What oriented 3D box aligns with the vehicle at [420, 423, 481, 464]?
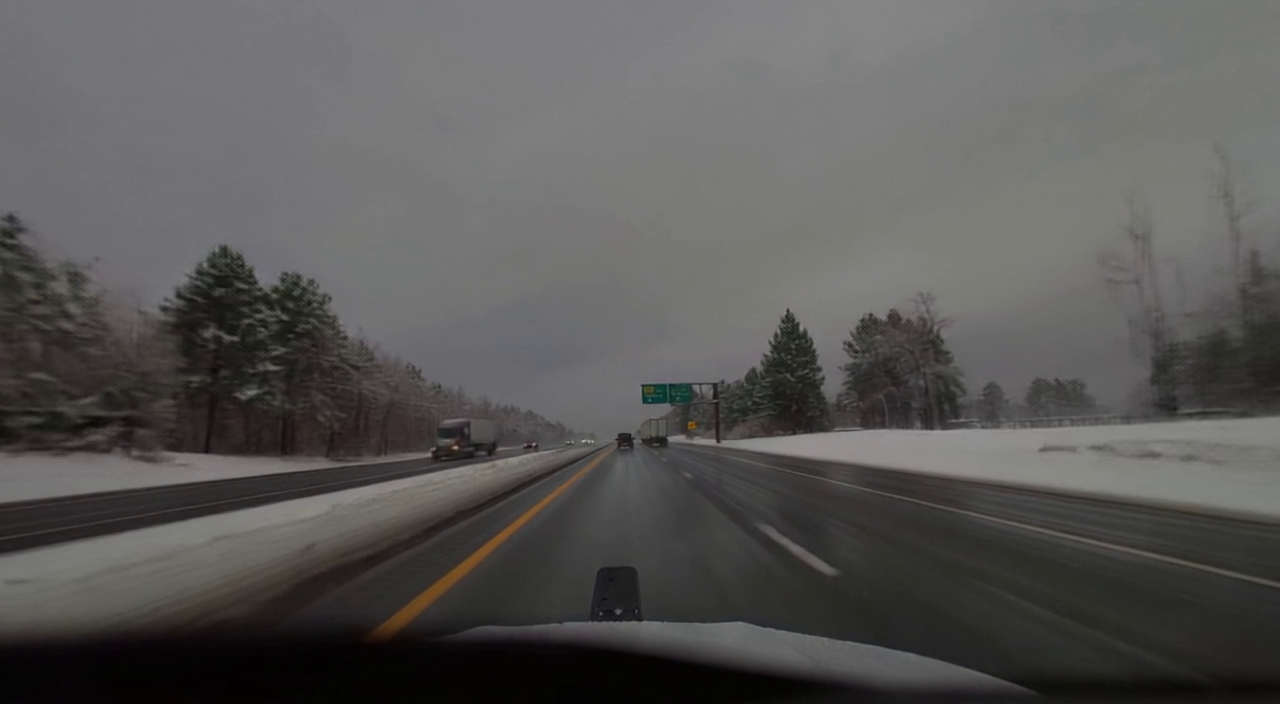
[{"bbox_3d":[-12.948,6.262,43.411,2.337,2.633,5.925,0,-8,0],"label":"vehicle"}]
